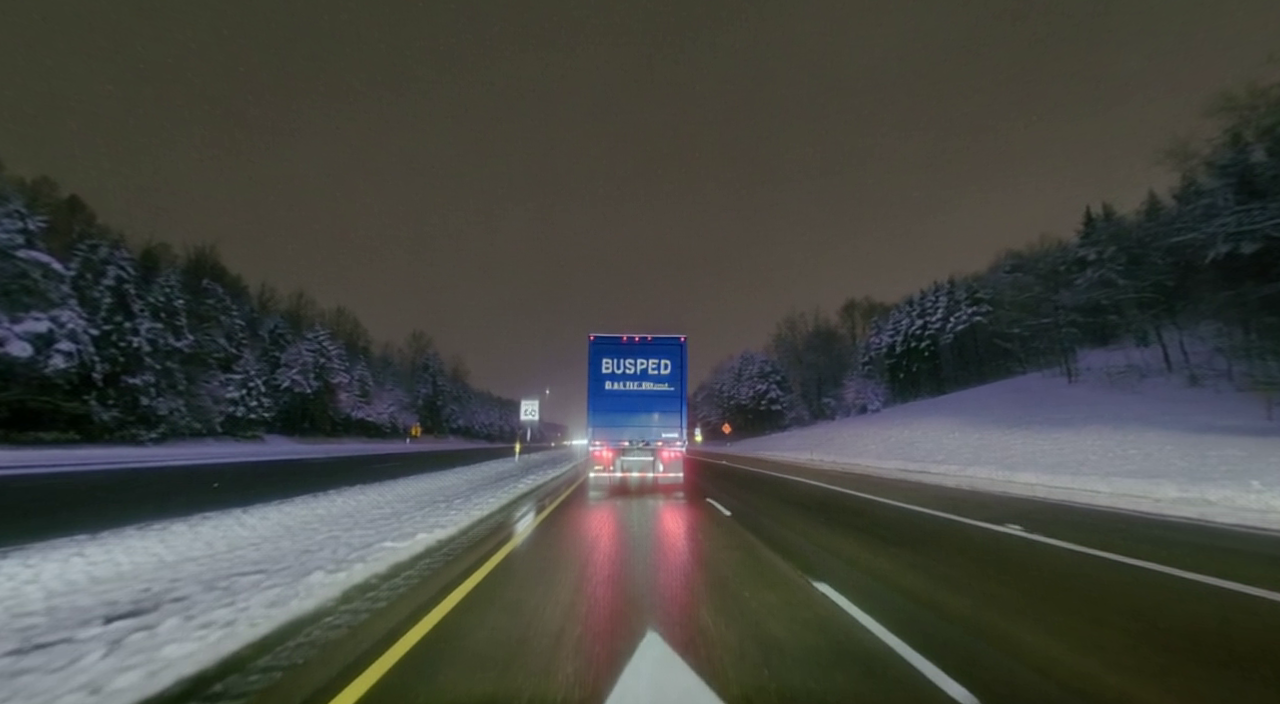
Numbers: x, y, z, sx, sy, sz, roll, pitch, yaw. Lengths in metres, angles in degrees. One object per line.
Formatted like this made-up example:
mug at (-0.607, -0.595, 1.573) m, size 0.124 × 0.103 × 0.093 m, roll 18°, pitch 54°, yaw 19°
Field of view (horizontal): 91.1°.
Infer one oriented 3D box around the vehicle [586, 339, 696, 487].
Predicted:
vehicle at (-0.114, 2.180, 21.036) m, size 2.870 × 3.911 × 8.697 m, roll 0°, pitch -8°, yaw -2°
